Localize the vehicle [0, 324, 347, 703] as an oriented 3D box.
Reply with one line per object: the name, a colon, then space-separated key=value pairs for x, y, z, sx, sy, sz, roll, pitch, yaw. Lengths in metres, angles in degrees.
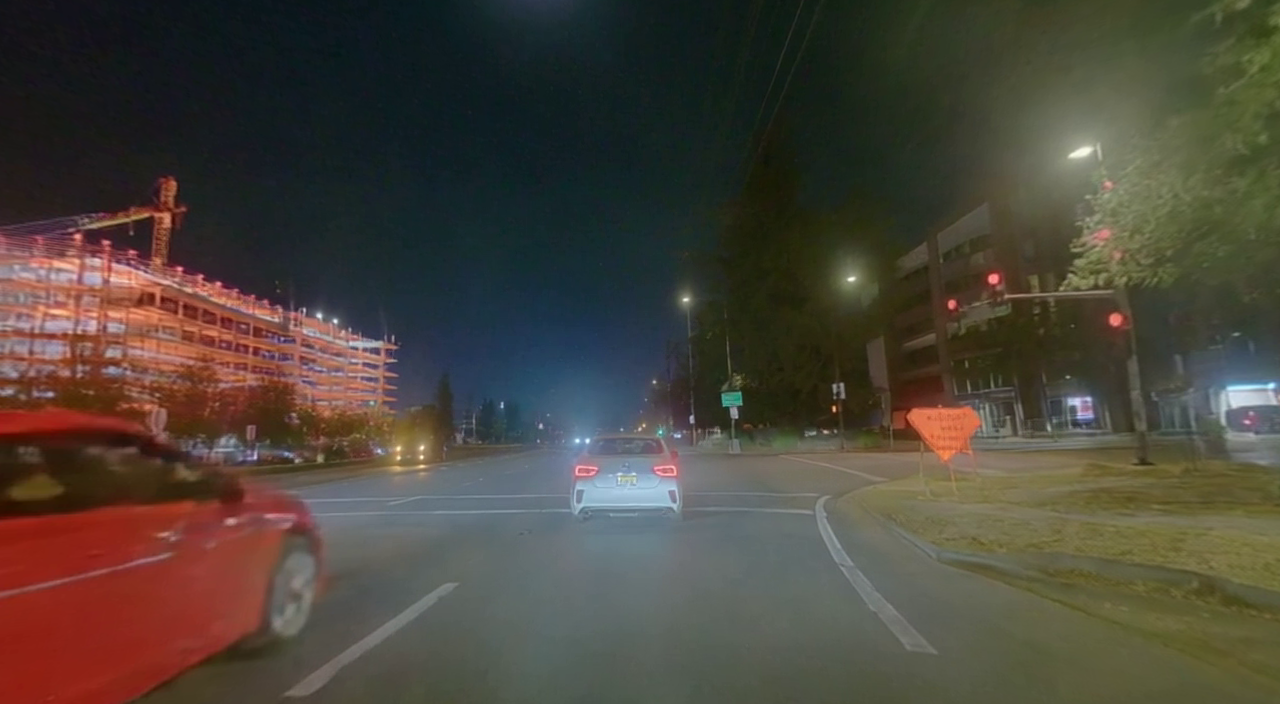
vehicle: x=-3.312 y=0.797 z=2.521 sx=2.139 sy=1.680 sz=4.344 roll=0 pitch=-8 yaw=1

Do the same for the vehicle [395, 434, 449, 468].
vehicle: x=-10.485 y=4.714 z=30.113 sx=2.072 sy=1.465 sz=4.394 roll=3 pitch=-9 yaw=-22

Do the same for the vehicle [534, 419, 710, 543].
vehicle: x=-0.213 y=1.853 z=9.687 sx=2.112 sy=1.482 sz=4.076 roll=0 pitch=-8 yaw=0
